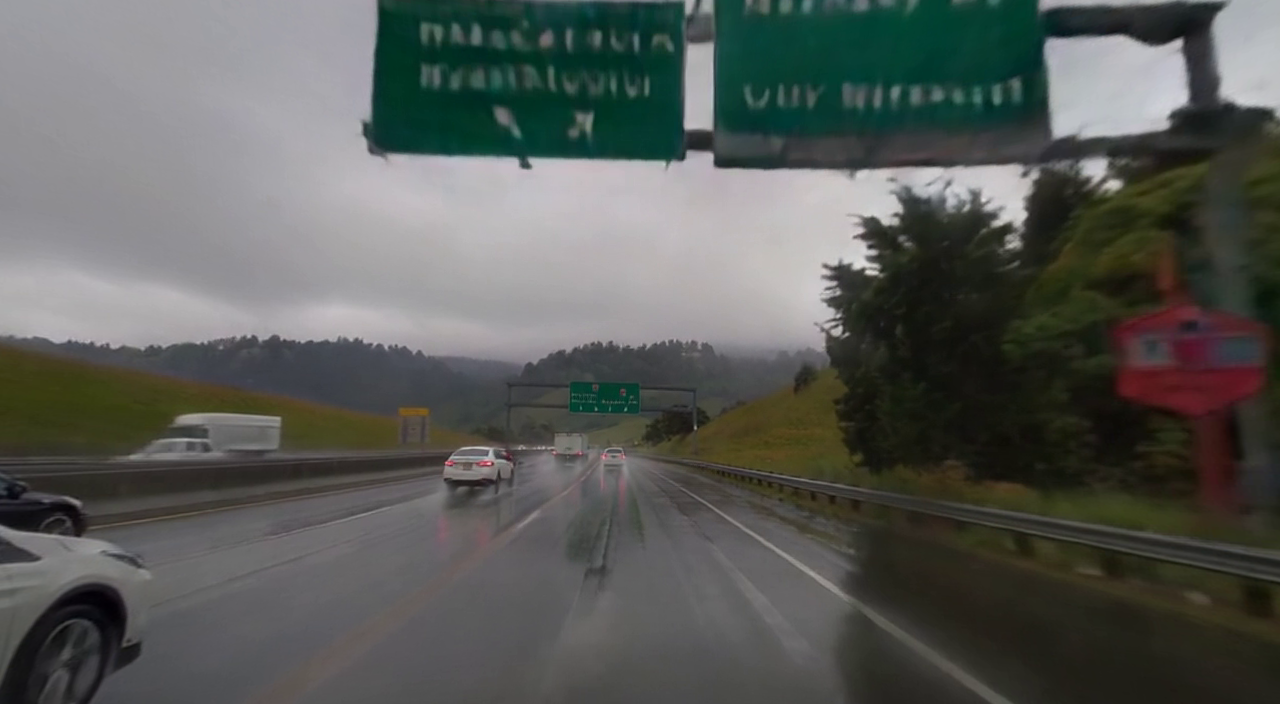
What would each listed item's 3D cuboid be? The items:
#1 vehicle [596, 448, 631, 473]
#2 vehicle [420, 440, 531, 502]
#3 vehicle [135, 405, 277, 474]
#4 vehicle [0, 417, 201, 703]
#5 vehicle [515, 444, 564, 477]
[{"bbox_3d":[-1.705,6.689,39.142,1.988,1.440,4.201,0,-9,-4],"label":"vehicle"},{"bbox_3d":[-4.723,3.475,18.855,2.208,1.619,4.162,0,-9,-1],"label":"vehicle"},{"bbox_3d":[-24.341,5.055,36.050,2.694,3.452,7.760,0,-9,-2],"label":"vehicle"},{"bbox_3d":[-3.737,0.921,1.966,1.892,1.492,3.940,0,-9,0],"label":"vehicle"},{"bbox_3d":[-5.319,5.824,34.025,2.118,1.624,4.032,0,-9,-2],"label":"vehicle"}]
